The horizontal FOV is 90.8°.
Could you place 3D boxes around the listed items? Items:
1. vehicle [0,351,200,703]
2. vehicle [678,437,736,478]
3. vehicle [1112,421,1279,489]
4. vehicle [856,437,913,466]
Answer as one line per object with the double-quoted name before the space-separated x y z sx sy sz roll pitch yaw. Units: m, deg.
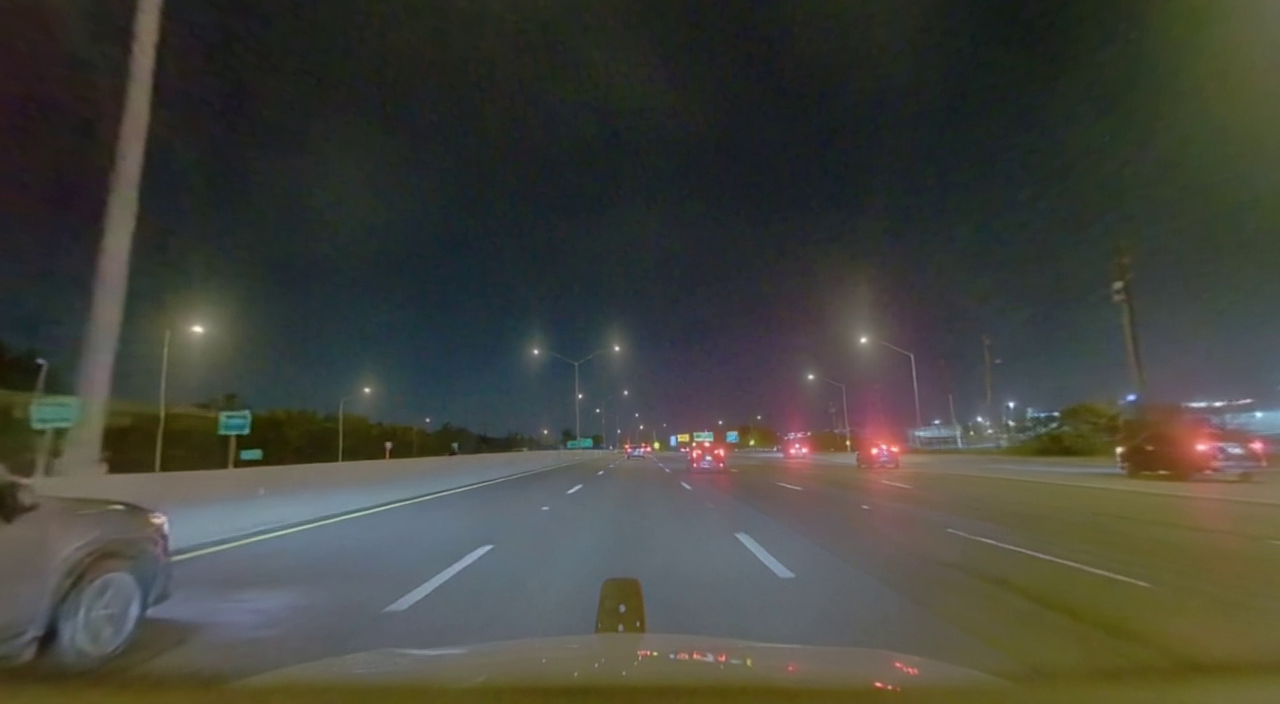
"vehicle" -3.586 0.661 1.262 2.099 1.682 4.590 0 -9 0
"vehicle" 2.848 4.607 27.849 1.997 1.638 4.281 0 -9 -1
"vehicle" 18.701 3.358 20.793 2.190 1.911 5.658 -1 -9 3
"vehicle" 16.217 6.626 42.145 2.070 1.782 5.006 -1 -9 4
